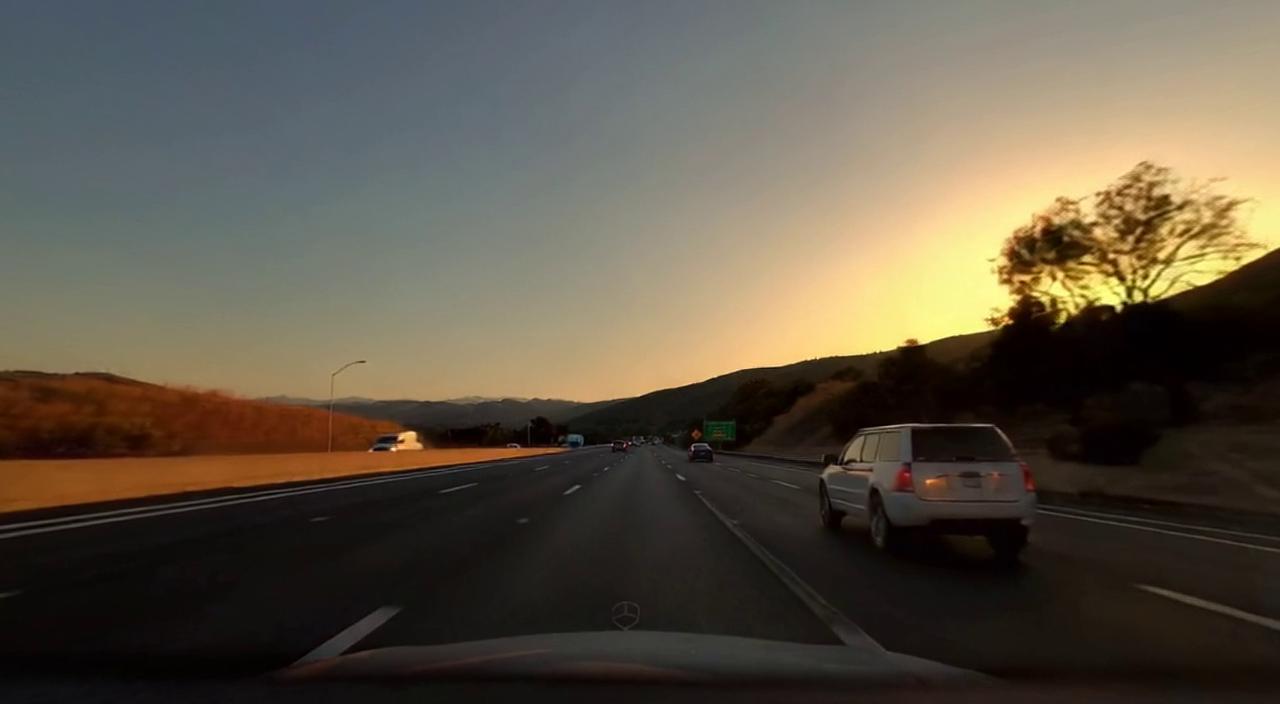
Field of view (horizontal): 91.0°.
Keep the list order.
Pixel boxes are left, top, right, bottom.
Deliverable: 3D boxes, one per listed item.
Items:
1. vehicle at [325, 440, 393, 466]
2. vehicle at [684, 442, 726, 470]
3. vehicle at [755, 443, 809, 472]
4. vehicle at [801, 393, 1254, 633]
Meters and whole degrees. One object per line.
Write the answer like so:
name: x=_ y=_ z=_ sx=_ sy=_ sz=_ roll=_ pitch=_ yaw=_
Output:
vehicle: x=-17.086 y=6.168 z=38.610 sx=1.899 sy=1.500 sz=4.591 roll=0 pitch=-9 yaw=2
vehicle: x=3.695 y=6.018 z=36.596 sx=2.047 sy=1.501 sz=4.237 roll=0 pitch=-9 yaw=0
vehicle: x=7.966 y=5.946 z=35.757 sx=1.983 sy=1.526 sz=4.445 roll=0 pitch=-9 yaw=0
vehicle: x=3.270 y=1.446 z=6.581 sx=2.095 sy=1.668 sz=4.135 roll=0 pitch=-9 yaw=1
